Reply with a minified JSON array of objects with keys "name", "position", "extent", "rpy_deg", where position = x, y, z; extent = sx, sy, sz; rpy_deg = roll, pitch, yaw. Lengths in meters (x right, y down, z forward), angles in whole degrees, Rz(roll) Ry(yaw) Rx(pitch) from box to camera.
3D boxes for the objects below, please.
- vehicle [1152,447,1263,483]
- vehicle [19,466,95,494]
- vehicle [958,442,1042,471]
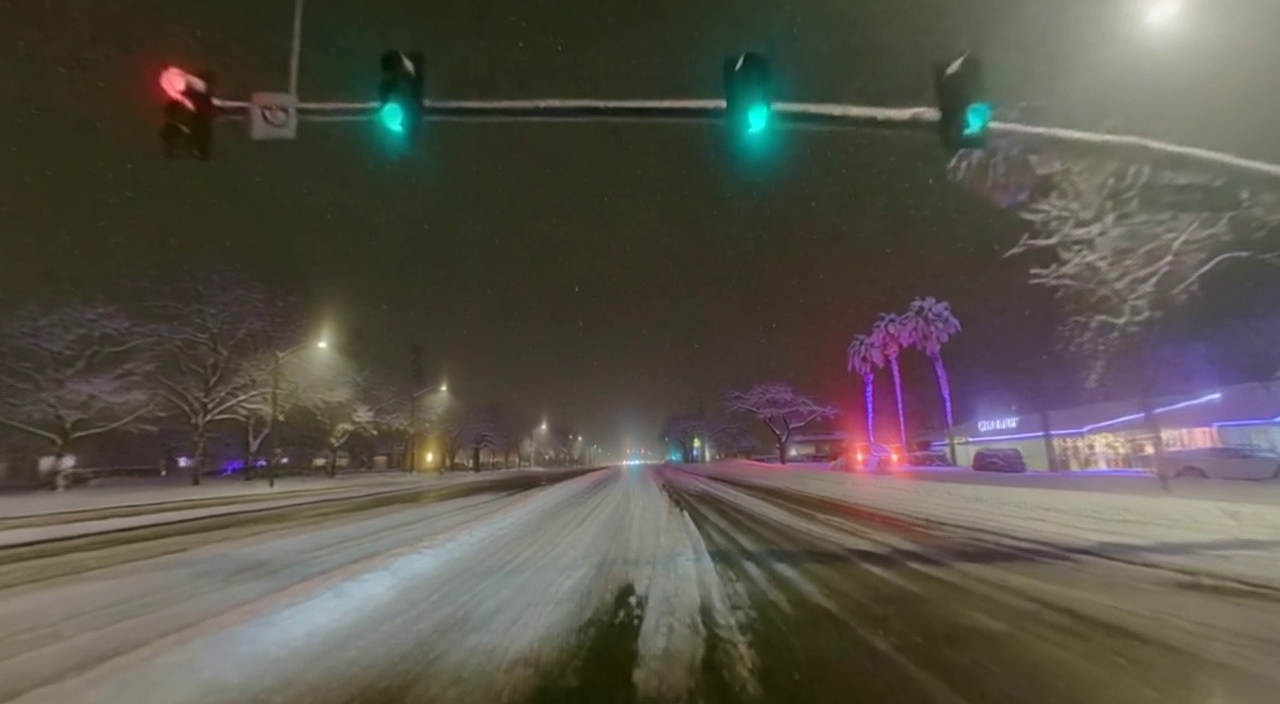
[{"name":"vehicle","position":[22.599,4.490,25.199],"extent":[3.280,1.344,1.518],"rpy_deg":[2,-9,-12]},{"name":"vehicle","position":[-37.176,8.145,40.251],"extent":[4.301,1.605,1.898],"rpy_deg":[-4,-10,25]},{"name":"vehicle","position":[20.349,5.912,35.780],"extent":[3.576,1.443,1.822],"rpy_deg":[-2,-8,-2]}]
